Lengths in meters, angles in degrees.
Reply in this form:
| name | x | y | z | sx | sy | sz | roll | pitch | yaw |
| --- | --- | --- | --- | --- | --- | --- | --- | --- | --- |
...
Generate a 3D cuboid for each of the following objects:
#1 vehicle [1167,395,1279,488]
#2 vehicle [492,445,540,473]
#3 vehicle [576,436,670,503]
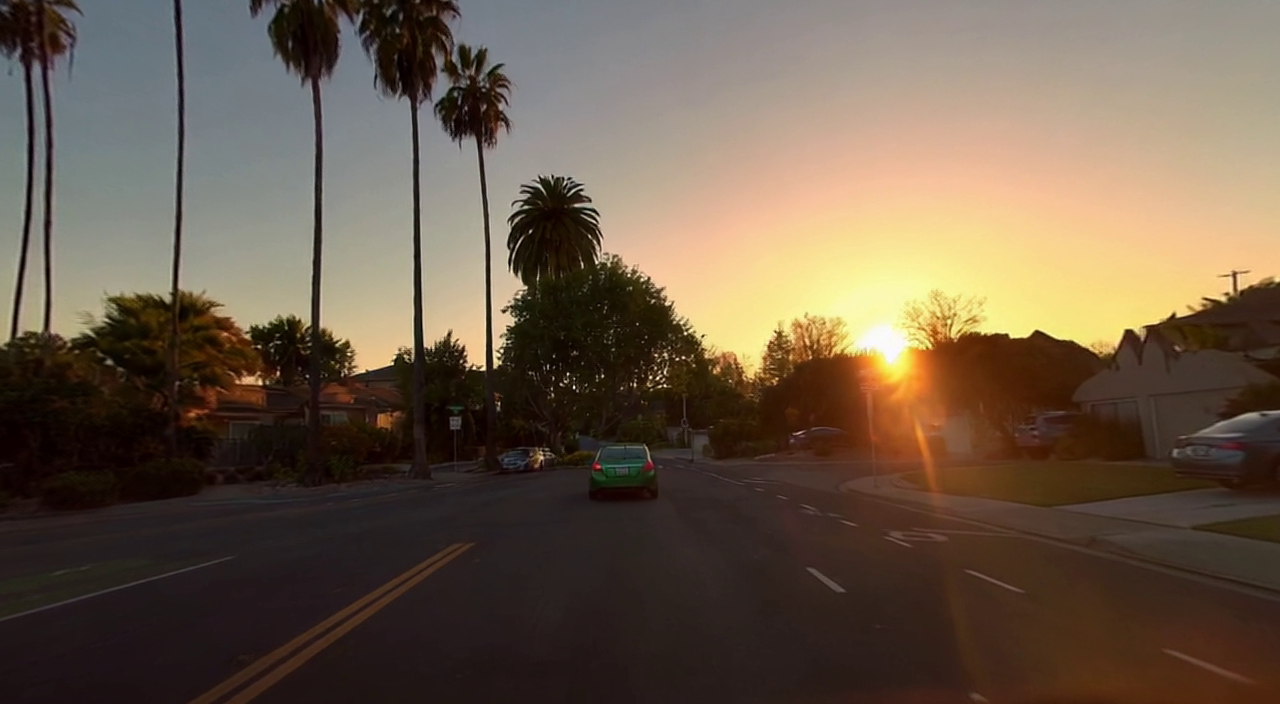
| name | x | y | z | sx | sy | sz | roll | pitch | yaw |
| --- | --- | --- | --- | --- | --- | --- | --- | --- | --- |
| vehicle | 14.164 | 1.879 | 13.253 | 4.343 | 1.807 | 1.914 | 0 | -9 | 2 |
| vehicle | -7.931 | 6.877 | 40.746 | 2.069 | 1.441 | 4.368 | -3 | -7 | 2 |
| vehicle | -0.423 | 2.952 | 16.298 | 2.098 | 1.483 | 4.099 | 0 | -9 | -1 |
